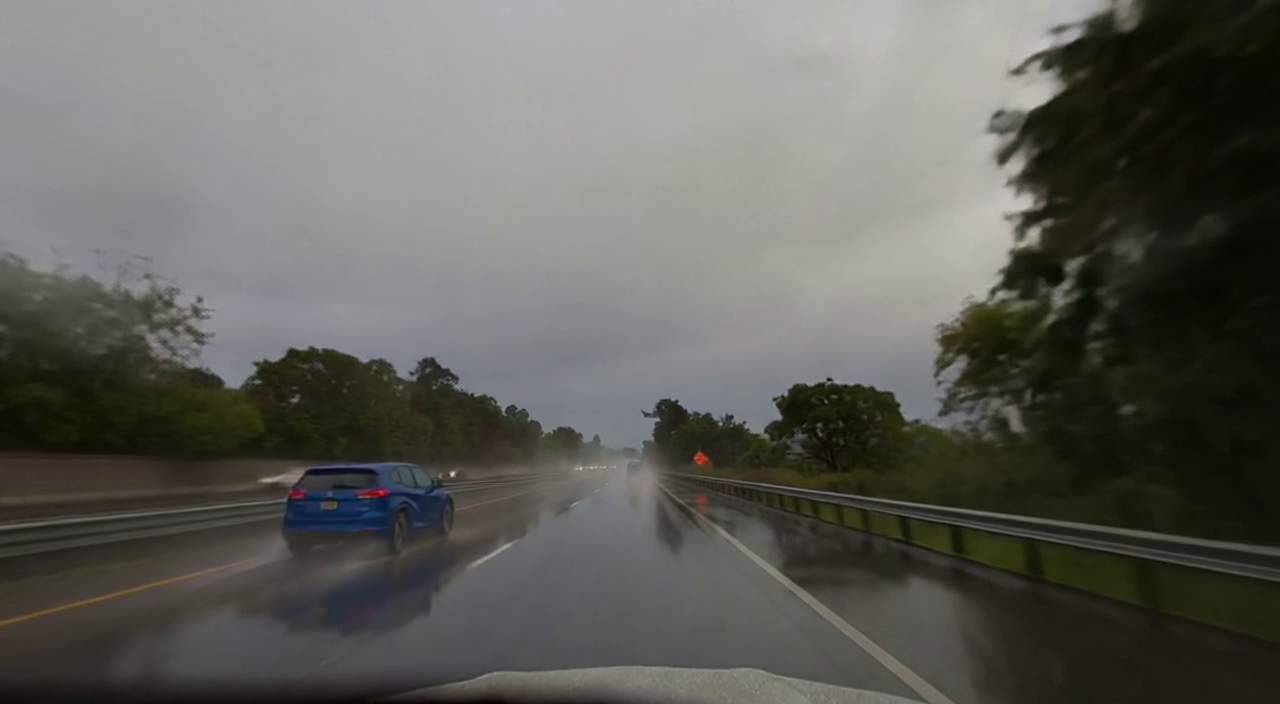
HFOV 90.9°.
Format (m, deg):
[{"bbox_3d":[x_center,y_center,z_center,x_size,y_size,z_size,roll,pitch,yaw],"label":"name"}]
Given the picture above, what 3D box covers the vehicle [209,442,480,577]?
[{"bbox_3d":[-3.964,2.212,9.422,2.017,1.516,4.041,1,-10,0],"label":"vehicle"}]
